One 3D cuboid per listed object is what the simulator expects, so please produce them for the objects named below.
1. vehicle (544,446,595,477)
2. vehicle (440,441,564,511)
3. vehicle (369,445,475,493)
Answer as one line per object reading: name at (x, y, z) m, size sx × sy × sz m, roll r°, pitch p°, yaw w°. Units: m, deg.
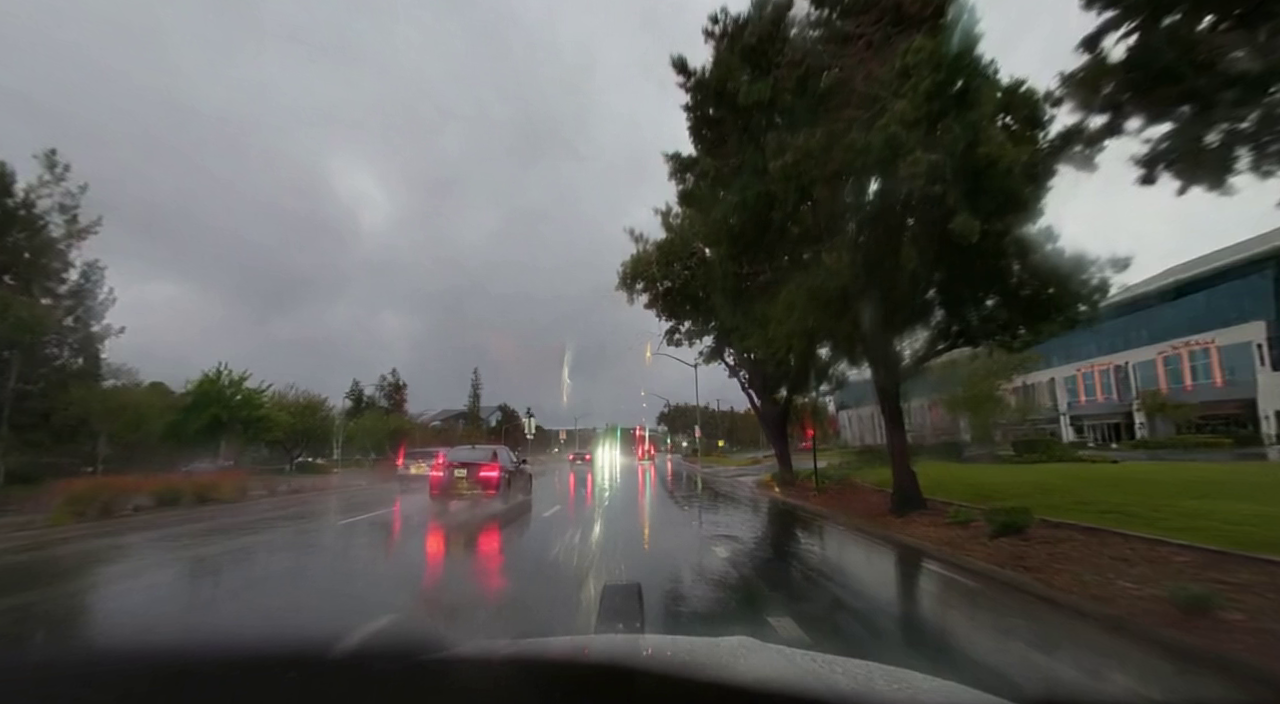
vehicle at (-3.446, 5.433, 31.647) m, size 1.971 × 1.414 × 4.317 m, roll 0°, pitch -9°, yaw 2°
vehicle at (-3.250, 3.012, 15.956) m, size 2.011 × 1.483 × 4.596 m, roll 0°, pitch -9°, yaw 1°
vehicle at (-7.532, 4.061, 22.441) m, size 1.976 × 1.497 × 4.709 m, roll 0°, pitch -9°, yaw 2°
